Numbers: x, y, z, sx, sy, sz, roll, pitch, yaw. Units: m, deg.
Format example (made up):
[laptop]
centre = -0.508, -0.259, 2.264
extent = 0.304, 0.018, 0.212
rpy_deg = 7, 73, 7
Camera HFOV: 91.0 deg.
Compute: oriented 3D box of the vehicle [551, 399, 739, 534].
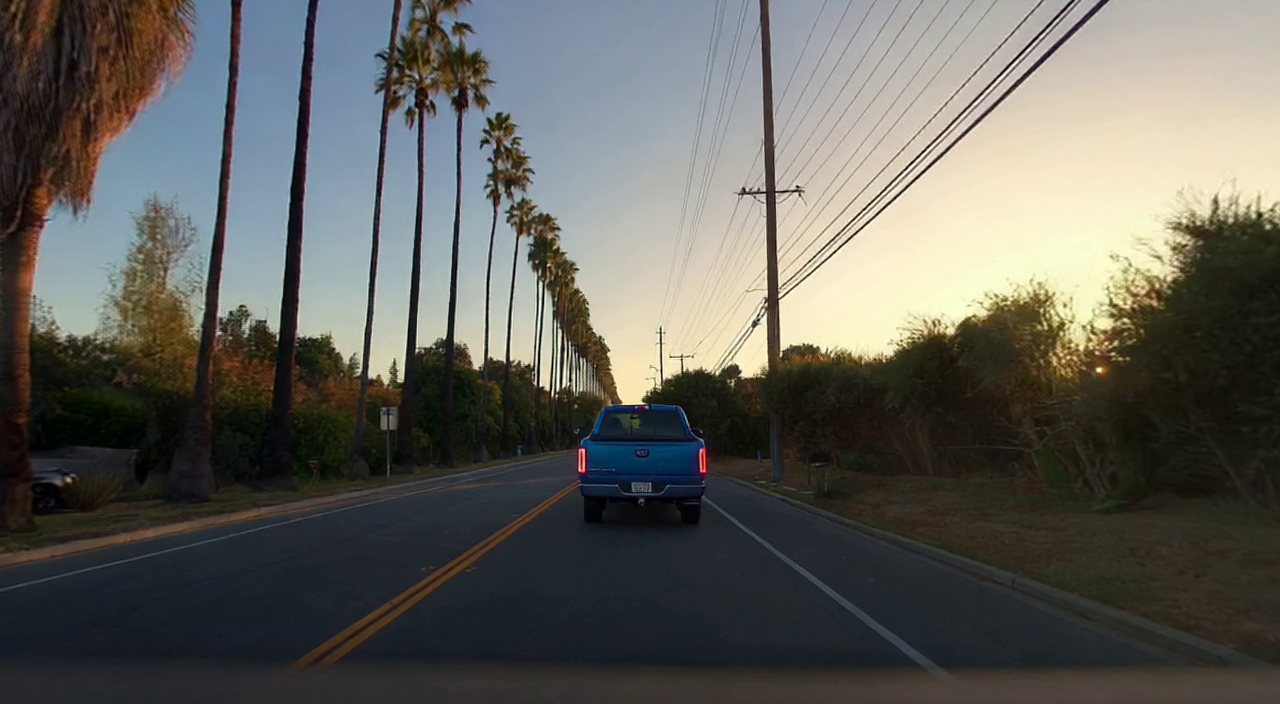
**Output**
[vehicle]
centre = 0.036, 2.143, 12.414
extent = 2.803, 2.005, 5.885
rpy_deg = 0, -8, -1
